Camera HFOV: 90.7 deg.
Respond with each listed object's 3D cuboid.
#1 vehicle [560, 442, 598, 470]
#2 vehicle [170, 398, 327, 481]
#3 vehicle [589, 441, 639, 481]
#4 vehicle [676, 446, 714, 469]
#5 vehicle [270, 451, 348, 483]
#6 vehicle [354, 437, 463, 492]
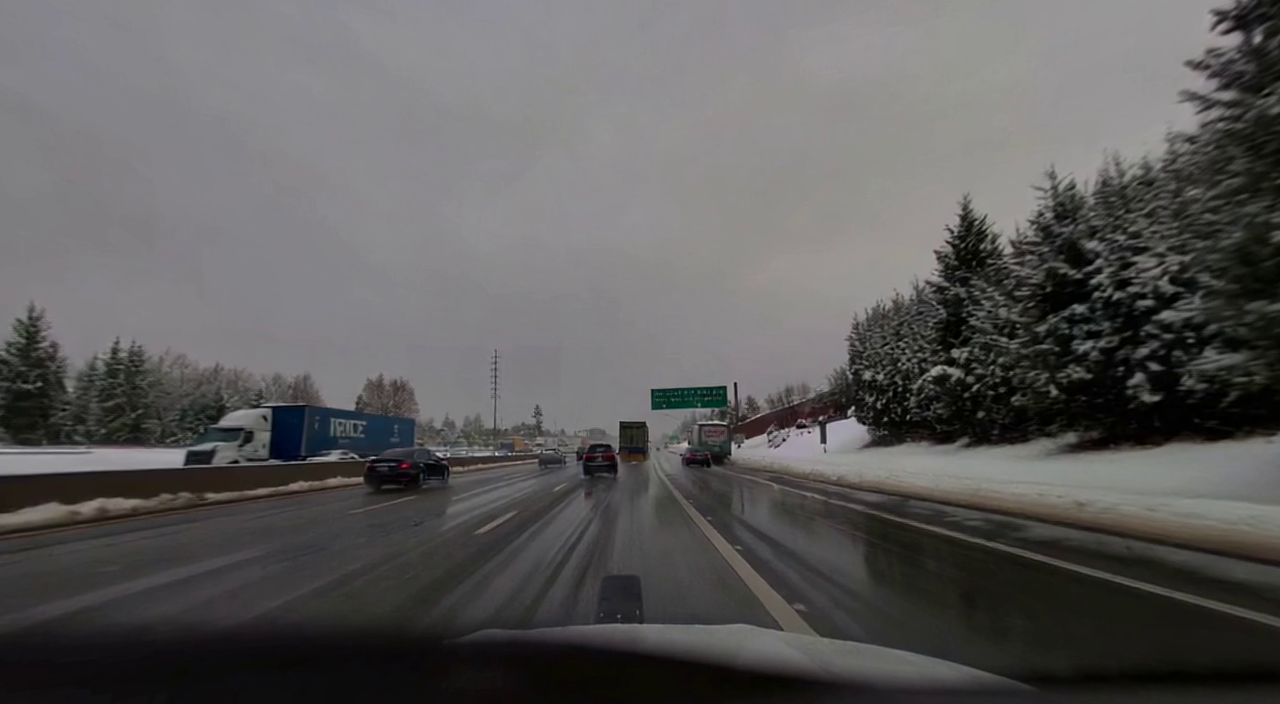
[{"bbox_3d":[-4.205,7.248,44.330,2.167,1.780,4.847,0,-9,0],"label":"vehicle"},{"bbox_3d":[-20.816,4.810,34.475,3.029,3.918,8.325,0,-9,1],"label":"vehicle"},{"bbox_3d":[-1.222,4.948,28.999,2.132,1.679,4.045,0,-9,-3],"label":"vehicle"},{"bbox_3d":[3.682,7.132,42.959,2.015,1.462,4.691,0,-9,-2],"label":"vehicle"},{"bbox_3d":[-16.552,5.746,31.896,1.801,1.429,3.939,0,-9,0],"label":"vehicle"},{"bbox_3d":[-8.034,3.945,22.499,2.129,1.717,4.593,0,-9,0],"label":"vehicle"}]
